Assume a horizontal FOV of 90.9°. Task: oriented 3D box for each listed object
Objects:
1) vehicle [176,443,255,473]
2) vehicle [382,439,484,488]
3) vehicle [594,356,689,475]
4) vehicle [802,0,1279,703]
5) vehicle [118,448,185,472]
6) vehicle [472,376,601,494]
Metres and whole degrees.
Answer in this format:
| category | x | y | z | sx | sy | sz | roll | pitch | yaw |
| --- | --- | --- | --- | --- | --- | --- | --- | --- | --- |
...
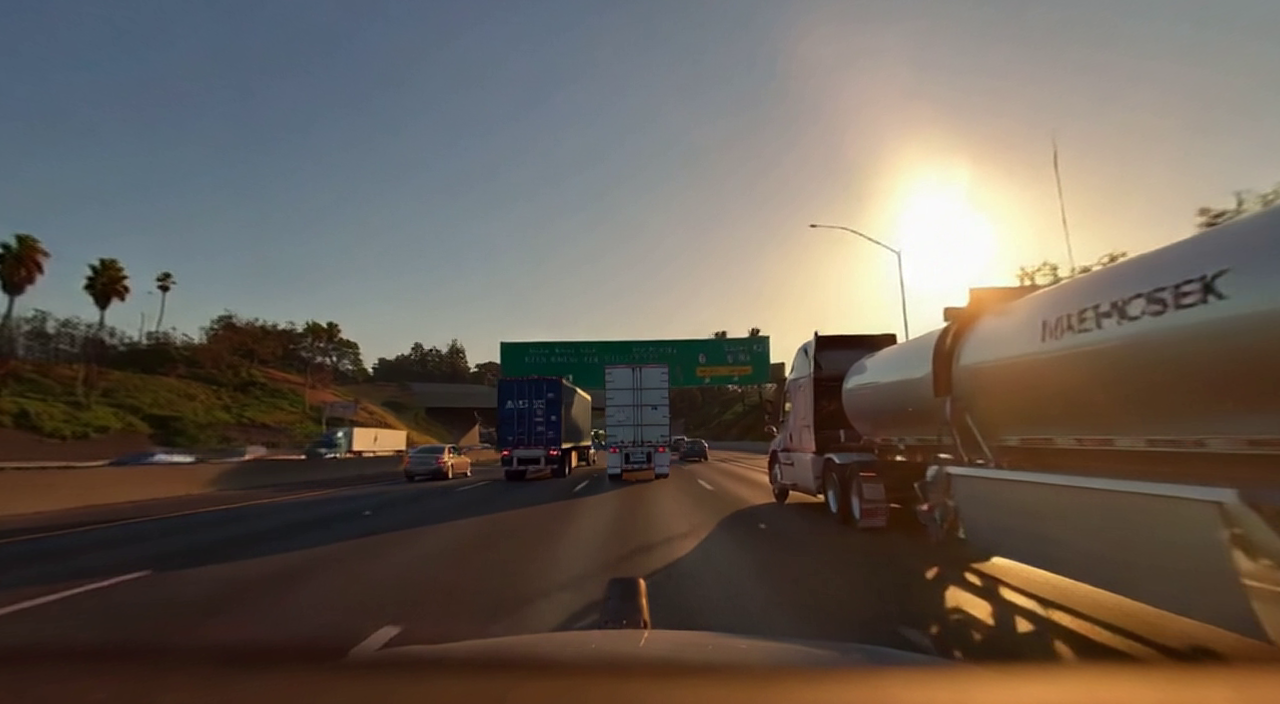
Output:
| category | x | y | z | sx | sy | sz | roll | pitch | yaw |
| --- | --- | --- | --- | --- | --- | --- | --- | --- | --- |
| vehicle | -20.213 | 5.047 | 30.177 | 1.435 | 1.333 | 3.228 | 0 | -8 | 1 |
| vehicle | -6.844 | 3.719 | 21.429 | 1.916 | 1.465 | 4.451 | 0 | -8 | 1 |
| vehicle | 0.092 | 3.470 | 29.790 | 3.097 | 3.856 | 18.209 | -1 | -9 | 0 |
| vehicle | 4.322 | -0.092 | 4.135 | 2.887 | 4.178 | 14.553 | 0 | -8 | 1 |
| vehicle | -31.712 | 7.003 | 41.043 | 1.569 | 1.389 | 3.433 | 0 | -8 | 1 |
| vehicle | -3.216 | 3.083 | 23.083 | 2.786 | 3.228 | 11.082 | 0 | -8 | 0 |
